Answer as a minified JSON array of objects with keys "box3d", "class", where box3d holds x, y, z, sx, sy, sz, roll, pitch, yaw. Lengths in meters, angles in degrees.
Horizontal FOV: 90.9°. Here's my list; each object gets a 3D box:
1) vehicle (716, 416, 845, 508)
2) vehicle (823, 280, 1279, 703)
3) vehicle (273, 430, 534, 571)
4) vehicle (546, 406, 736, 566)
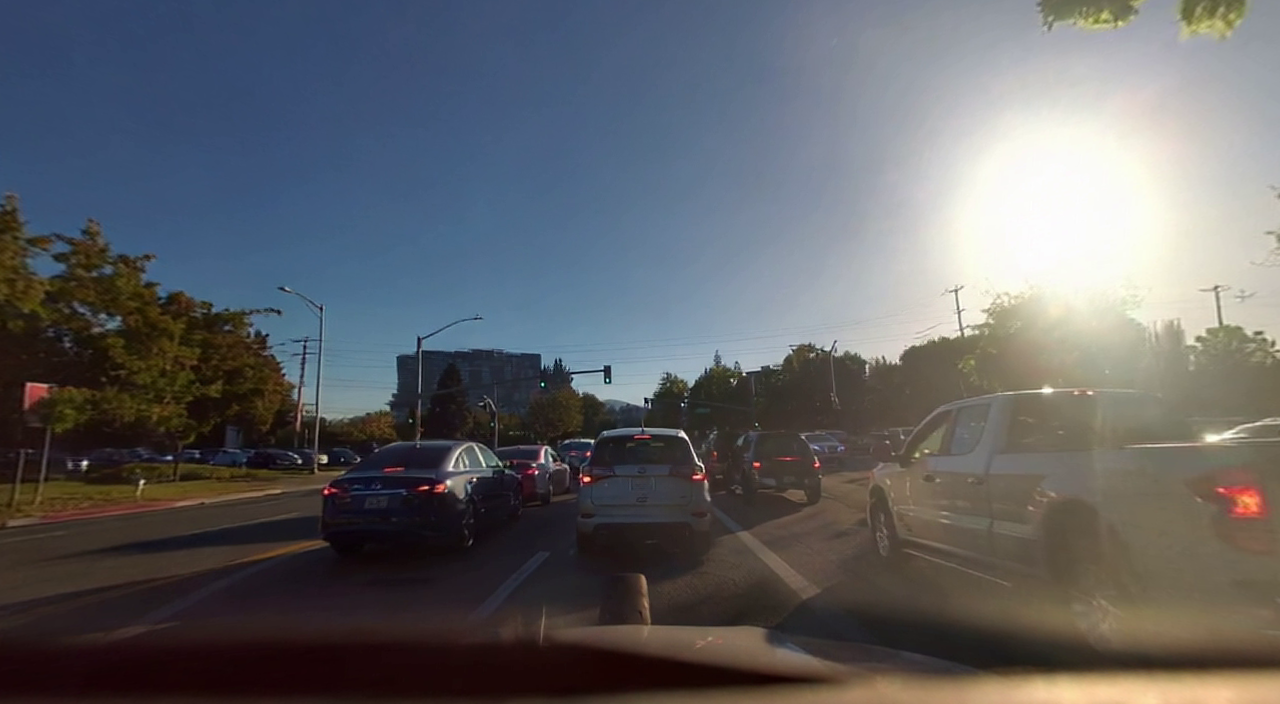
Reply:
[{"box3d":[3.599,2.964,17.488,2.408,2.100,5.668,0,-9,1],"class":"vehicle"},{"box3d":[3.383,1.075,4.701,2.317,1.857,5.940,0,-8,1],"class":"vehicle"},{"box3d":[-2.916,1.919,8.980,2.023,1.494,4.259,0,-9,0],"class":"vehicle"},{"box3d":[0.059,1.788,9.073,2.113,1.768,3.901,0,-8,1],"class":"vehicle"}]
